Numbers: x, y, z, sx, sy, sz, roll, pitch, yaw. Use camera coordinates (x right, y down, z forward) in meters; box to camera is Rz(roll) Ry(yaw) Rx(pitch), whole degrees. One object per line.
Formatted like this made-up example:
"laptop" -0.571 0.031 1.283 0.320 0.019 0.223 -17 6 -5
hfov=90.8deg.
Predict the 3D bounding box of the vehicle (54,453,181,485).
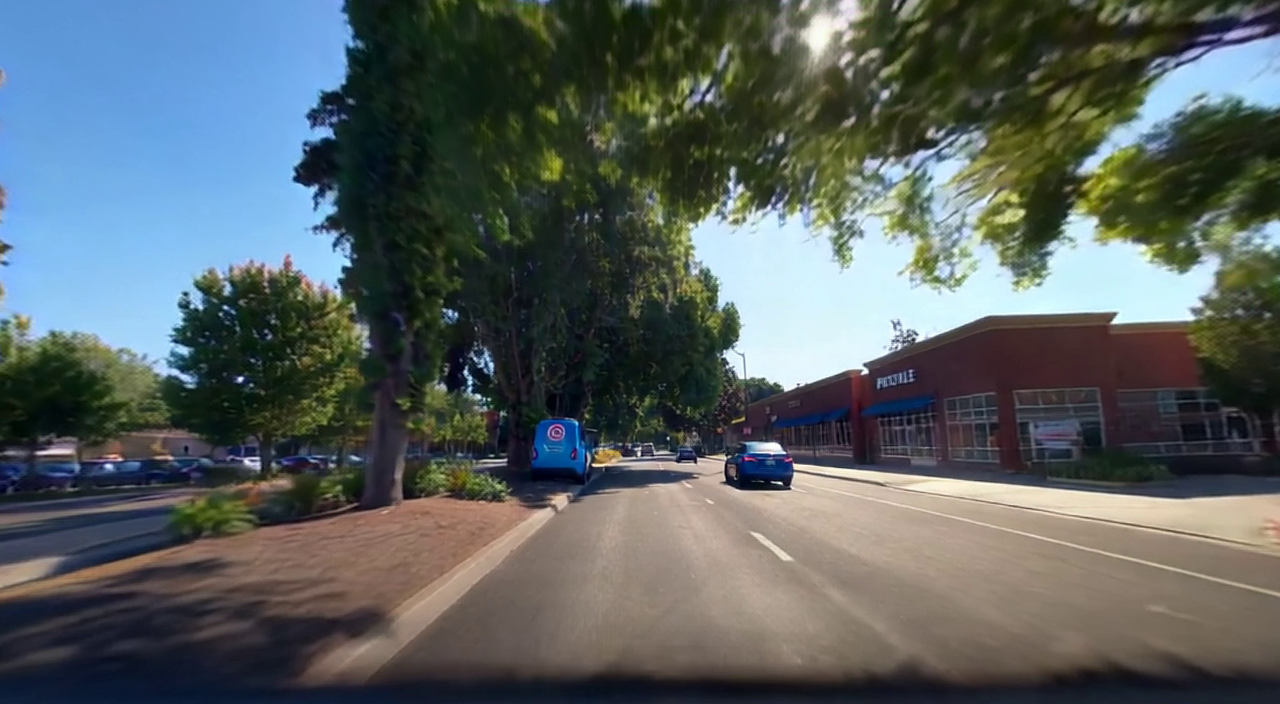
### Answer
"vehicle" -31.915 7.149 38.881 5.692 1.725 2.144 5 -10 -33

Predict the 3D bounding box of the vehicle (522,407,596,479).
"vehicle" -3.354 3.973 27.610 2.443 2.784 5.862 0 -9 0

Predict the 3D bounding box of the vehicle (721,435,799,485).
"vehicle" 4.207 3.871 22.909 1.869 1.646 4.166 0 -9 -2
